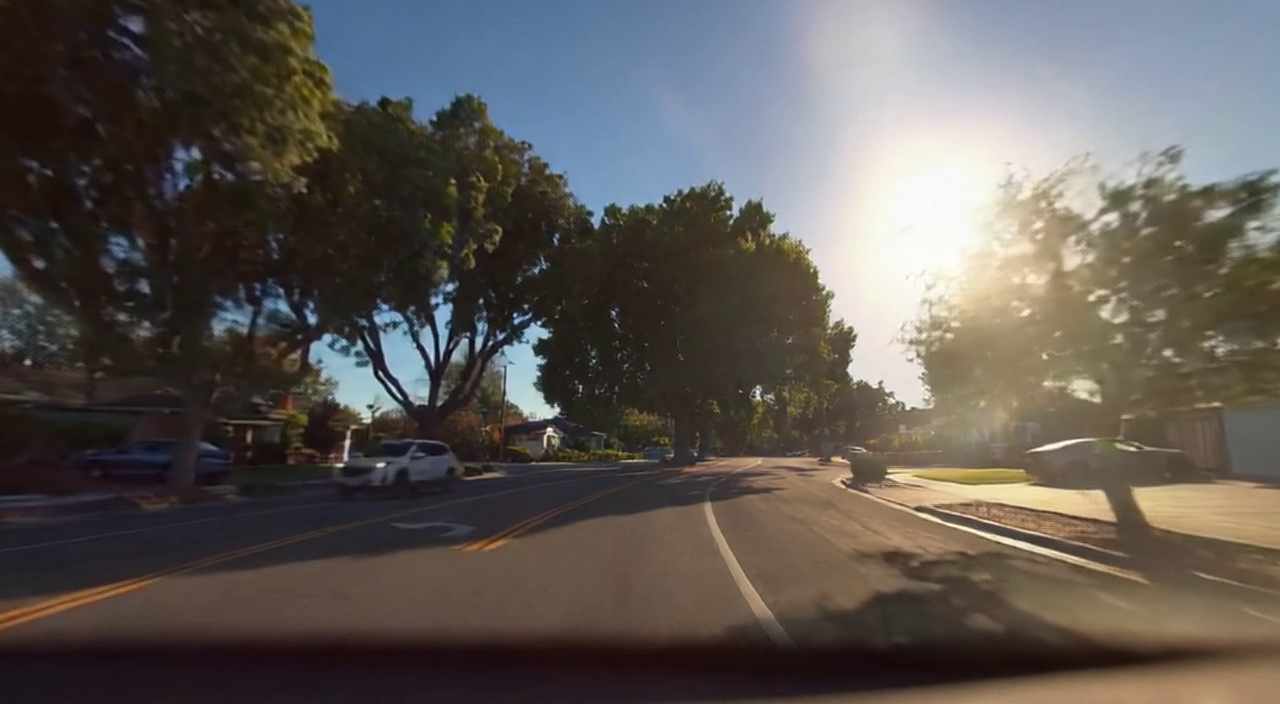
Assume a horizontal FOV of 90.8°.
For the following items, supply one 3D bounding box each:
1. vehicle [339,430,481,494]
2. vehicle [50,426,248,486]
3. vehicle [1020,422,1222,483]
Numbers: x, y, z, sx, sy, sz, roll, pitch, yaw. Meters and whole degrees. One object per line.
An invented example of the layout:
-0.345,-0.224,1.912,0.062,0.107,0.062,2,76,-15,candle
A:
-7.858,3.829,22.418,2.272,1.920,5.737,-1,-9,8,vehicle
-18.052,3.883,23.369,6.010,1.935,2.255,-3,-10,11,vehicle
16.787,3.606,22.410,5.073,1.729,2.161,-6,-11,15,vehicle
